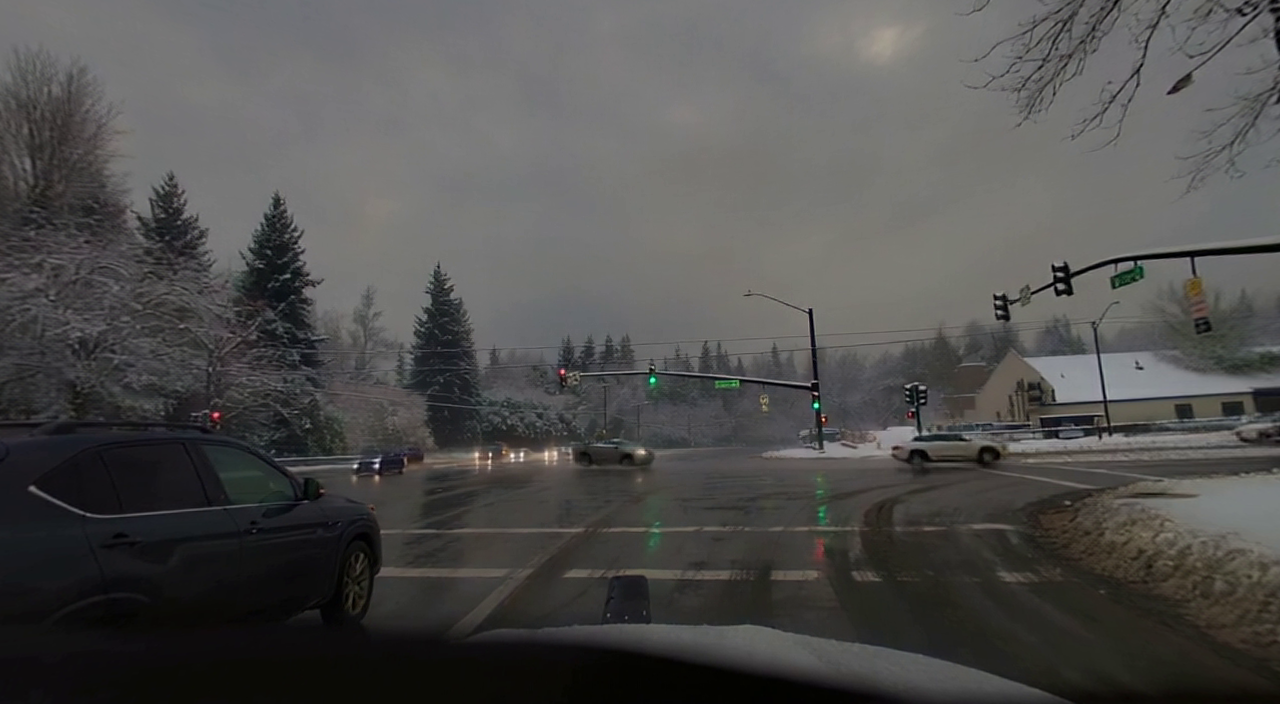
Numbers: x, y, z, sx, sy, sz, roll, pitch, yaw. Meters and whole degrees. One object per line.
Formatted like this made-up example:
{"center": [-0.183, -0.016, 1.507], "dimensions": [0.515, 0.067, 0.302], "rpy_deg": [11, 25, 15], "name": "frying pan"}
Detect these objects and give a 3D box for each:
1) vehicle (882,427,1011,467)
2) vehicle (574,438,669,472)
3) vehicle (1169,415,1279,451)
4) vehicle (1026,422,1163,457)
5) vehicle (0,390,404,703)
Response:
{"center": [12.004, 3.782, 24.993], "dimensions": [4.180, 1.478, 1.986], "rpy_deg": [-2, -9, 12], "name": "vehicle"}
{"center": [-0.931, 4.768, 29.351], "dimensions": [4.364, 1.450, 1.841], "rpy_deg": [-8, -12, 43], "name": "vehicle"}
{"center": [26.822, 3.663, 28.425], "dimensions": [4.240, 1.540, 1.944], "rpy_deg": [0, -9, -4], "name": "vehicle"}
{"center": [19.919, 3.858, 27.742], "dimensions": [4.552, 1.492, 2.002], "rpy_deg": [0, -9, -4], "name": "vehicle"}
{"center": [-2.950, 0.984, 2.744], "dimensions": [1.924, 1.482, 4.734], "rpy_deg": [0, -8, 1], "name": "vehicle"}
